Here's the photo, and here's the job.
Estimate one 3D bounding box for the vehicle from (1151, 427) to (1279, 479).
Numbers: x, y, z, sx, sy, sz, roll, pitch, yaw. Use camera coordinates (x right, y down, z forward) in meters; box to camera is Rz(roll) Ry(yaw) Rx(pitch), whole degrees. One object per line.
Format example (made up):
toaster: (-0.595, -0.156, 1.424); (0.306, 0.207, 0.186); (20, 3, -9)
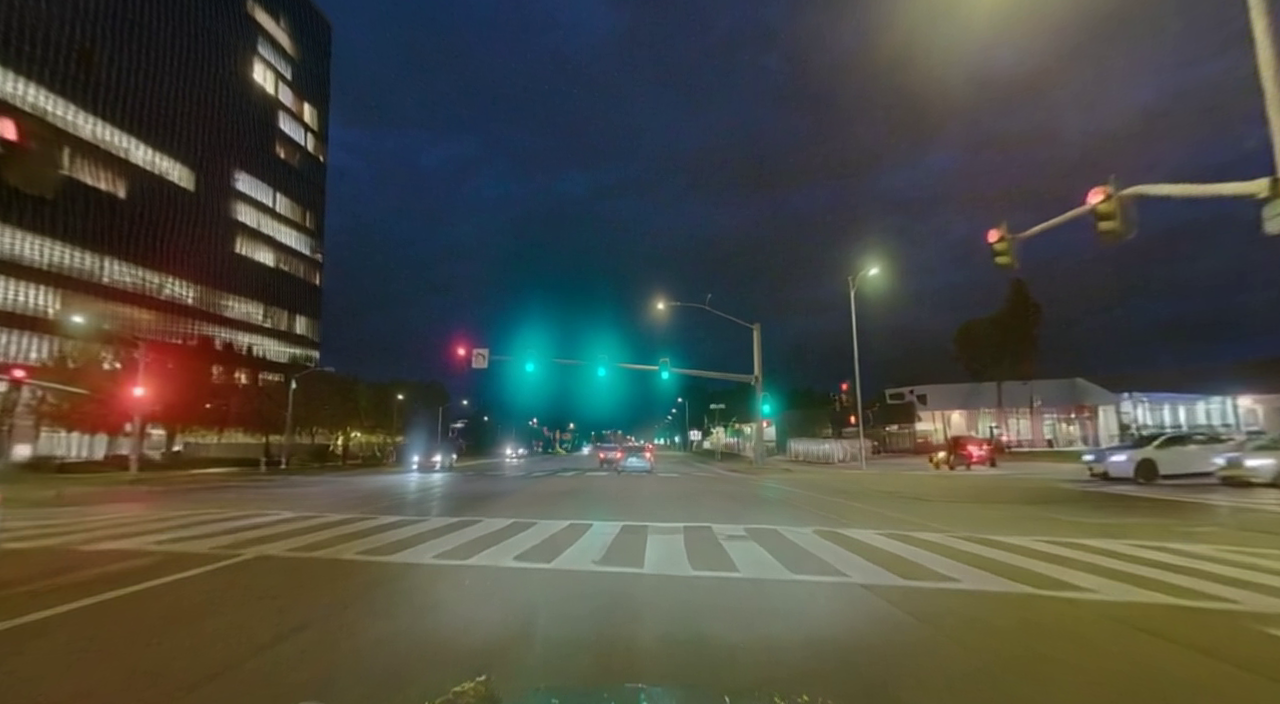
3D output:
vehicle: (19.967, 3.275, 20.616); (4.602, 1.594, 1.917); (-2, -8, 17)

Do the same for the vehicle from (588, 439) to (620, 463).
vehicle: (-2.718, 7.639, 48.913); (2.001, 1.784, 4.483); (-1, -8, 3)

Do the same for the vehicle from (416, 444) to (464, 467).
vehicle: (-14.267, 7.407, 45.268); (1.871, 1.542, 4.336); (0, -8, 2)

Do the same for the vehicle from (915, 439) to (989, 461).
vehicle: (23.170, 7.311, 47.130); (4.605, 1.480, 1.878); (-4, -8, 16)

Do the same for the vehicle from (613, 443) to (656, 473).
vehicle: (-0.278, 5.333, 31.980); (2.050, 1.385, 4.096); (0, -8, -1)
